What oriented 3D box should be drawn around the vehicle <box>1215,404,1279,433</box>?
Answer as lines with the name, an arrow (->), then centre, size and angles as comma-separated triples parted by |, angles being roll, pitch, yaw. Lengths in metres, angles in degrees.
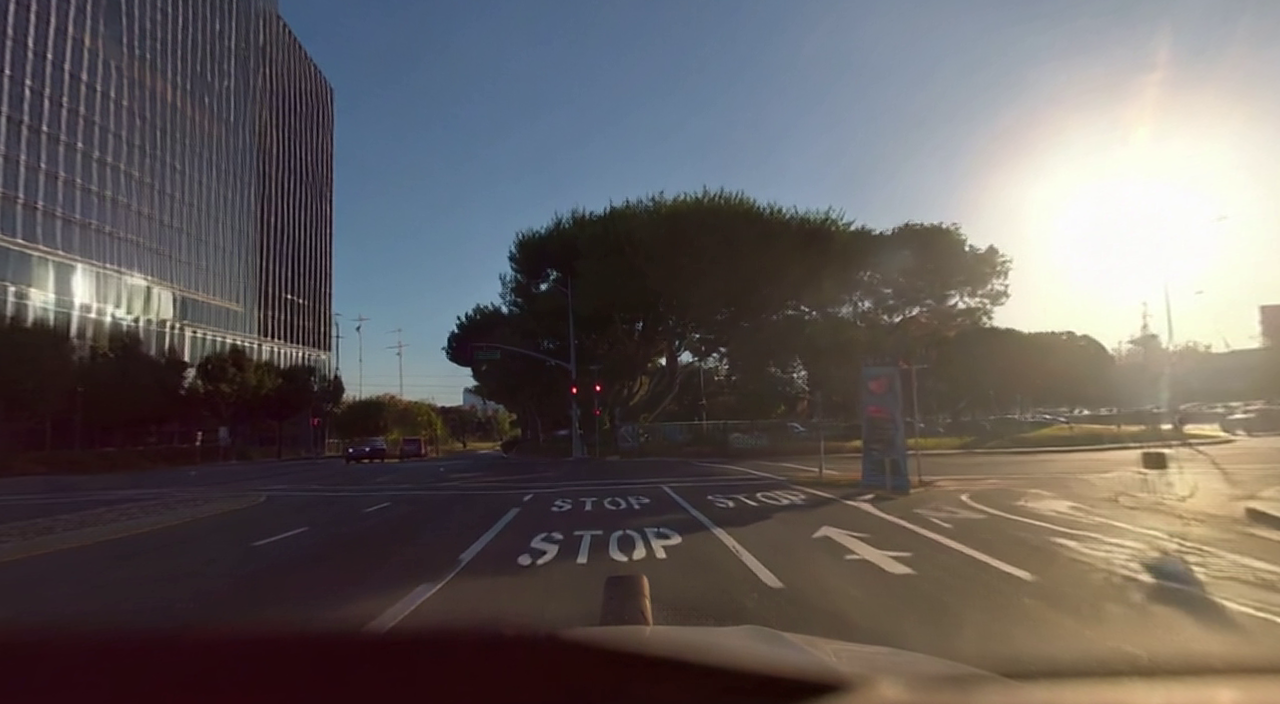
vehicle -> 49.501, 5.214, 49.618 | 2.285, 2.163, 5.857 | 5, -9, -44
